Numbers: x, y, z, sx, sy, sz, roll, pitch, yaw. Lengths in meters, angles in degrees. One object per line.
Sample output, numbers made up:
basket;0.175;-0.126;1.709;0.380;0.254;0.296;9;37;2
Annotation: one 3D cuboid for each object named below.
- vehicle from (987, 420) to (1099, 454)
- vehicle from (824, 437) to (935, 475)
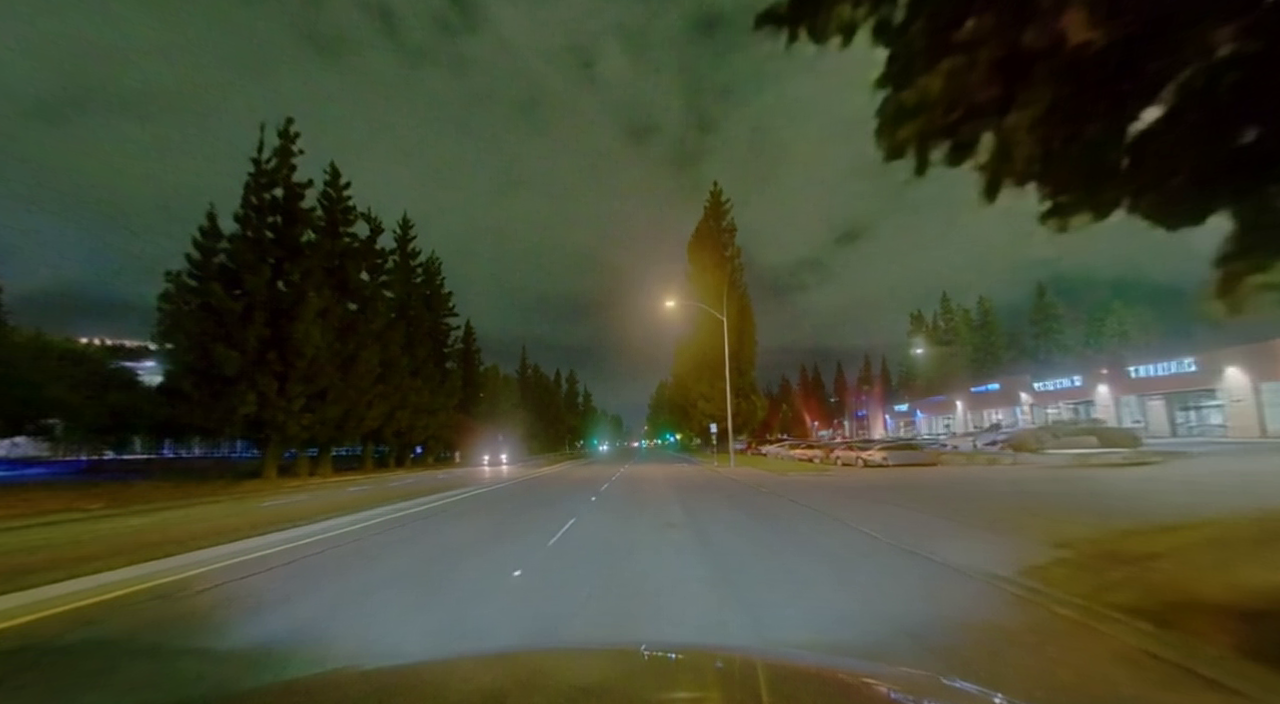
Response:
vehicle;22.720;4.785;35.665;4.759;1.564;2.117;-3;-7;0
vehicle;11.156;4.893;29.621;4.361;1.462;1.857;-4;-9;1
